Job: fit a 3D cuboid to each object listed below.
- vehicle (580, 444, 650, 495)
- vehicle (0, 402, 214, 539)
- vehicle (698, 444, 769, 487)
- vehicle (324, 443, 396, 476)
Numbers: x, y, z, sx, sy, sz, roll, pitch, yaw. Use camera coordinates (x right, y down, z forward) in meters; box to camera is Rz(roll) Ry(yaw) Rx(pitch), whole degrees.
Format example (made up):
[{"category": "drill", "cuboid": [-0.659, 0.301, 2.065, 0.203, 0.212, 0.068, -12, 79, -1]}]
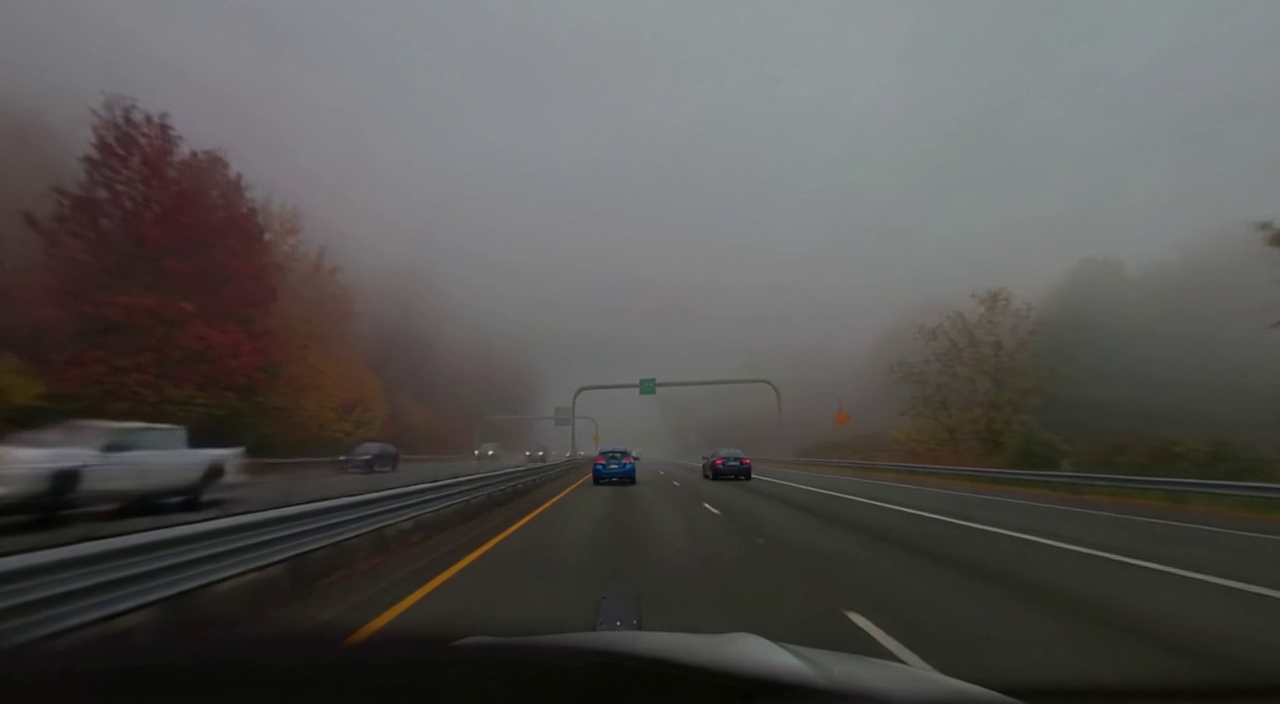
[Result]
[{"category": "vehicle", "cuboid": [-0.787, 3.932, 21.332, 2.128, 1.516, 4.410, 0, -9, -1]}, {"category": "vehicle", "cuboid": [-9.036, 1.668, 9.008, 2.512, 1.641, 4.748, 0, -9, -1]}, {"category": "vehicle", "cuboid": [3.719, 4.632, 25.805, 2.300, 1.595, 4.144, -1, -9, 0]}, {"category": "vehicle", "cuboid": [-13.790, 5.309, 31.119, 1.798, 1.510, 3.858, 0, -9, -1]}]
